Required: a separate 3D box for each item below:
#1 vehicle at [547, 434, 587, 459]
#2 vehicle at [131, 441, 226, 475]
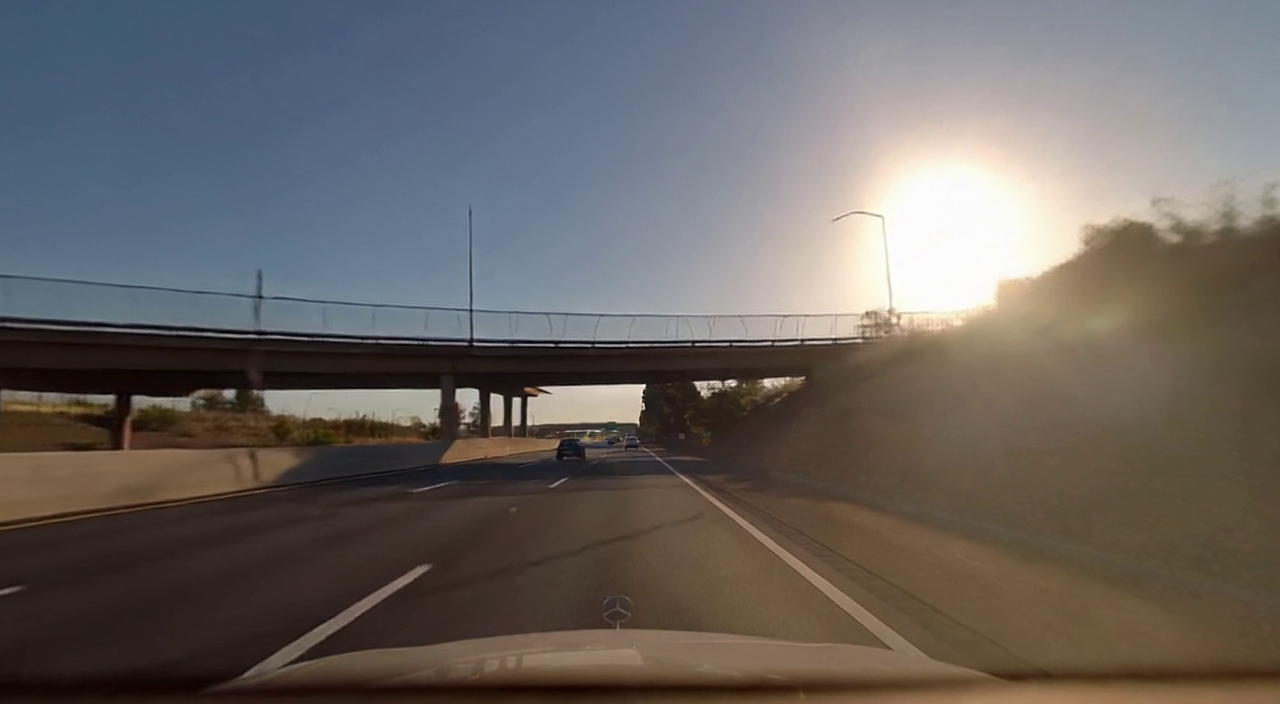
[{"bbox_3d":[-4.909,6.416,42.777,2.129,1.588,4.980,0,-8,0],"label":"vehicle"},{"bbox_3d":[-23.560,5.388,32.295,1.855,1.575,4.021,0,-8,-1],"label":"vehicle"}]
